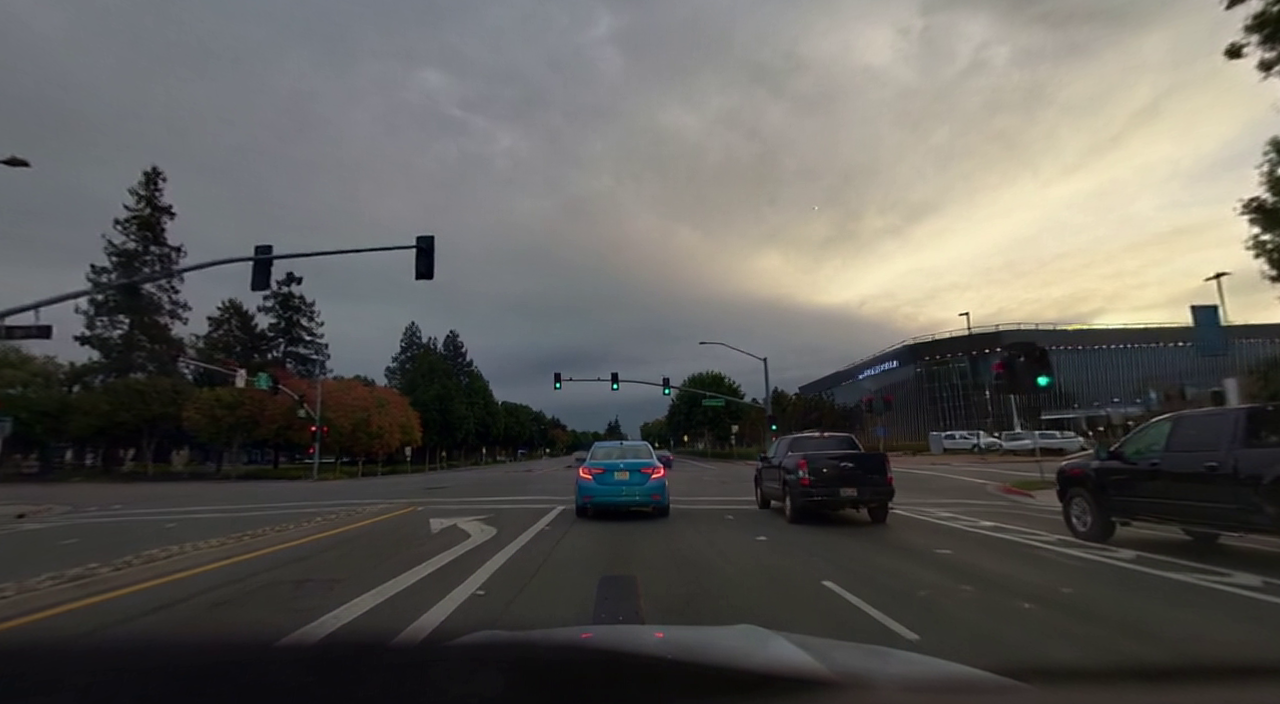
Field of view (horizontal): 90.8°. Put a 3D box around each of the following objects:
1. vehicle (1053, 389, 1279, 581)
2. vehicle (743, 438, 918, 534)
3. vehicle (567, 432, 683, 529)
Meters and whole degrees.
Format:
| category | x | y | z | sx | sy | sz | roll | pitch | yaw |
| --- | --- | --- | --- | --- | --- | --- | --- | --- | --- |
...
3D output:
| category | x | y | z | sx | sy | sz | roll | pitch | yaw |
| --- | --- | --- | --- | --- | --- | --- | --- | --- | --- |
| vehicle | 7.580 | 1.411 | 6.850 | 2.240 | 1.923 | 5.678 | 0 | -8 | -1 |
| vehicle | 3.506 | 2.534 | 12.707 | 1.955 | 1.550 | 4.587 | 0 | -8 | -2 |
| vehicle | -0.285 | 2.534 | 12.980 | 2.037 | 1.674 | 3.693 | 0 | -8 | -1 |
